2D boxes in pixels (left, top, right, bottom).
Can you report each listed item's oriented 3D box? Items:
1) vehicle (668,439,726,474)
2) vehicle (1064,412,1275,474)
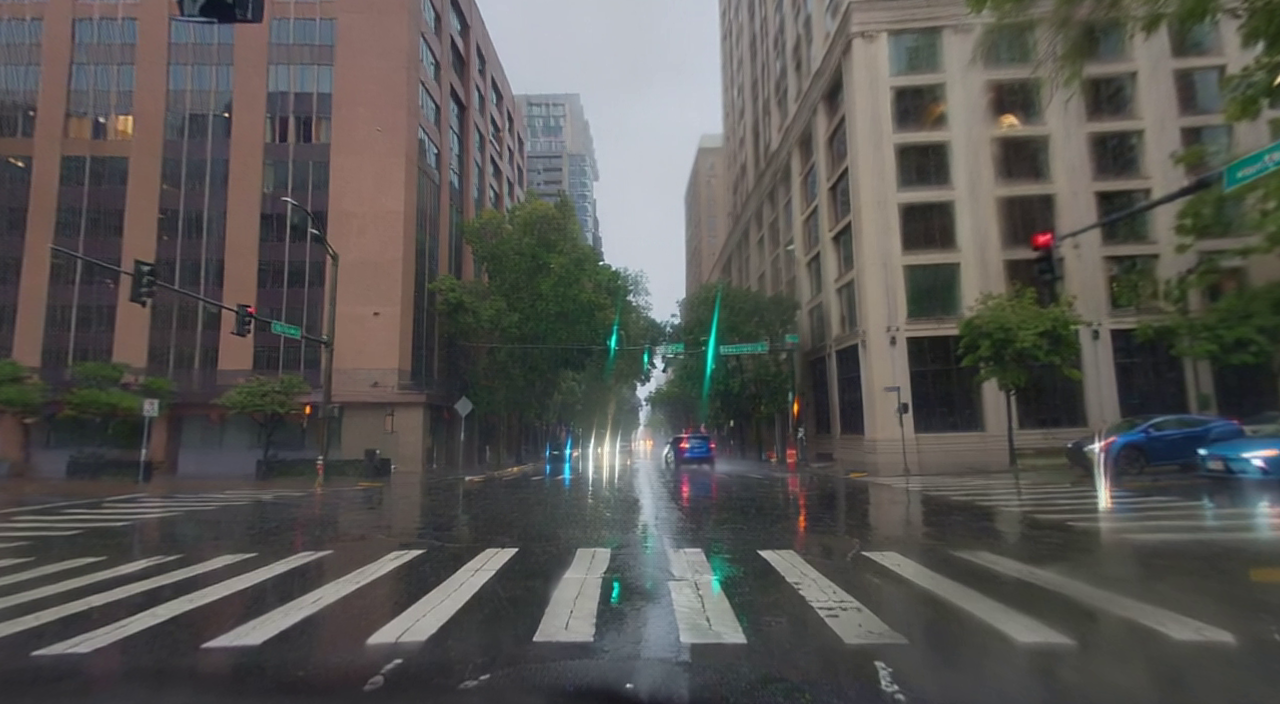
[{"bbox_3d":[2.553,4.804,29.314,2.039,1.470,4.355,0,-8,-3],"label":"vehicle"},{"bbox_3d":[16.933,2.944,20.397,4.802,1.860,2.146,0,-8,1],"label":"vehicle"}]
